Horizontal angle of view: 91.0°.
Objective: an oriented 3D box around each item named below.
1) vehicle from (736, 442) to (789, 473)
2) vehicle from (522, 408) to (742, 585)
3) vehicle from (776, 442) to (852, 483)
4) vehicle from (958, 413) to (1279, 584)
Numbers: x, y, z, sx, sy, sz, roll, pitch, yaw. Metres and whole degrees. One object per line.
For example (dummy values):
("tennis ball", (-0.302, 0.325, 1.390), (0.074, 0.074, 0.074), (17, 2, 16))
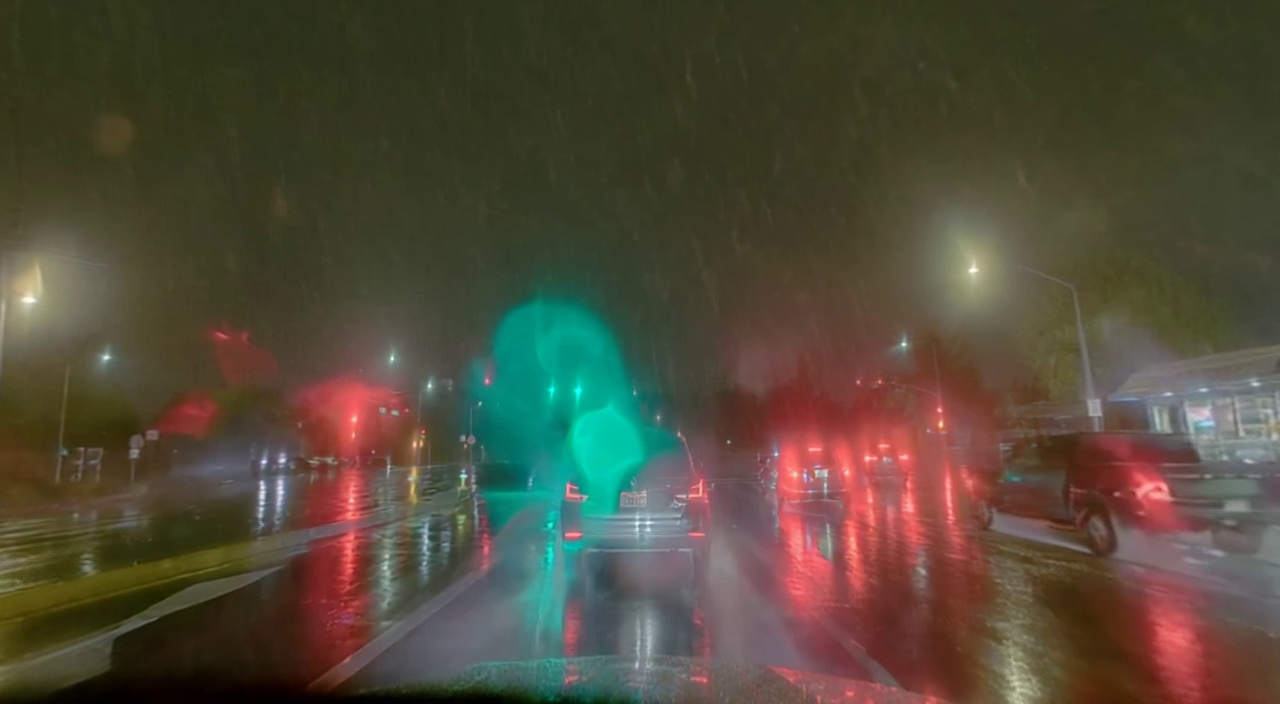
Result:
("vehicle", (6.259, 5.453, 32.633), (1.961, 1.477, 4.454), (0, -9, 2))
("vehicle", (-0.063, 1.694, 8.115), (2.115, 1.700, 3.901), (0, -9, 1))
("vehicle", (6.854, 4.386, 25.300), (1.833, 1.452, 4.237), (0, -9, 0))
("vehicle", (6.503, 1.774, 8.499), (2.072, 1.652, 4.611), (0, -9, 1))
